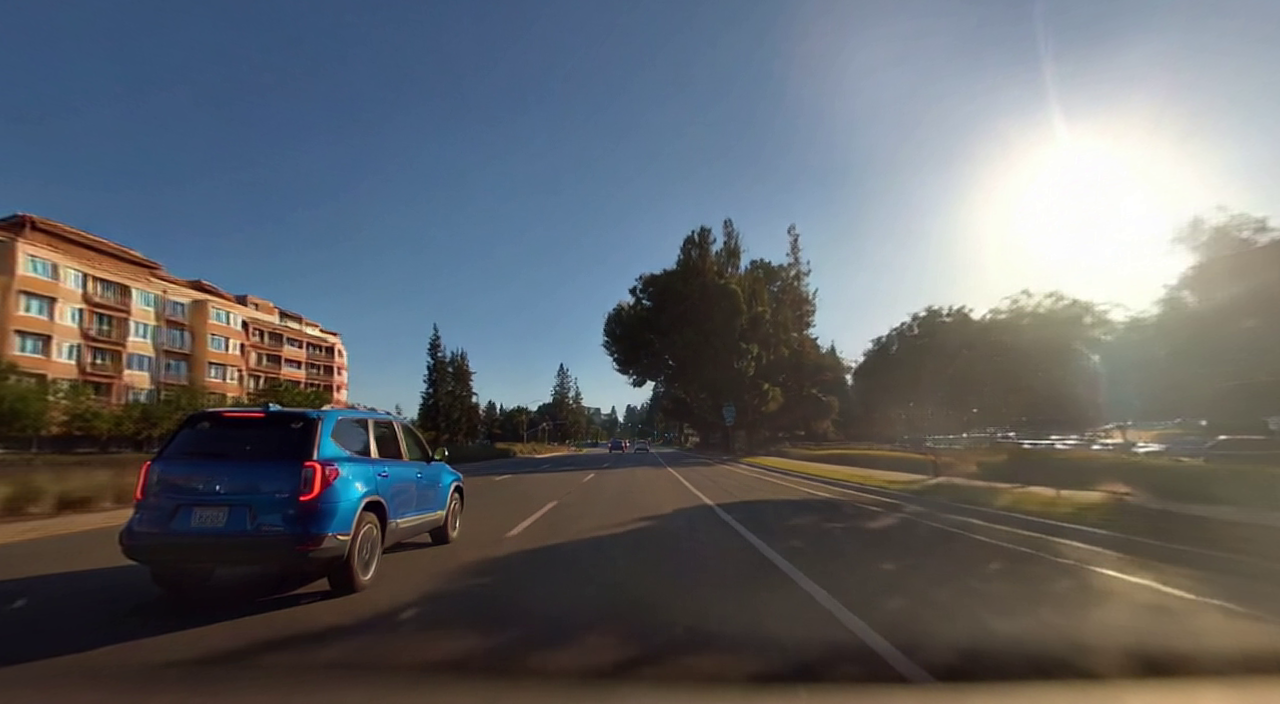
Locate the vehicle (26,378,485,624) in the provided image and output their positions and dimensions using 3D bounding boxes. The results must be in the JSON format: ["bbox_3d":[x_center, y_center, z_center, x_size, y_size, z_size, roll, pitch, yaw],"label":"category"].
[{"bbox_3d":[-3.249,1.366,6.719,2.033,1.713,4.503,0,-8,0],"label":"vehicle"}]

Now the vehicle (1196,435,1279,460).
[{"bbox_3d":[37.466,5.899,38.887,4.447,1.464,1.793,0,-8,0],"label":"vehicle"}]
